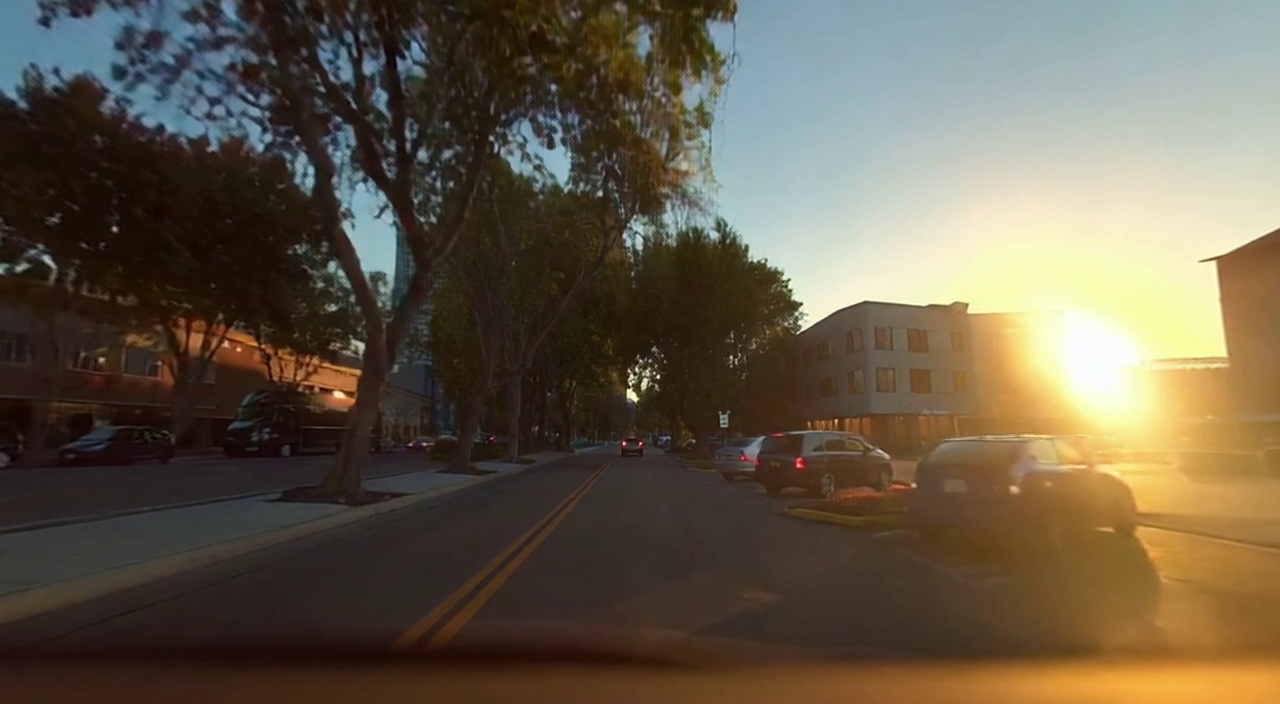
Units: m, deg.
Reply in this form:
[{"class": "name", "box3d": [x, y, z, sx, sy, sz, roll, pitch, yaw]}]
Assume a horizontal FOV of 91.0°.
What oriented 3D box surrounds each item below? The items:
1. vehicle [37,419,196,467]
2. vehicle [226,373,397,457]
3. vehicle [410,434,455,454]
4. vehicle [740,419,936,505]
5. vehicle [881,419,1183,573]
[{"class": "vehicle", "box3d": [-18.714, 3.293, 22.841, 1.909, 1.518, 4.459, -1, -8, 0]}, {"class": "vehicle", "box3d": [-19.045, 4.122, 38.369, 3.054, 4.140, 14.110, -1, -8, -1]}, {"class": "vehicle", "box3d": [-15.914, 7.106, 48.612, 1.909, 1.465, 4.758, 0, -8, -1]}, {"class": "vehicle", "box3d": [4.648, 2.450, 14.523, 4.585, 1.660, 1.969, 6, -10, -37]}, {"class": "vehicle", "box3d": [5.097, 1.626, 7.970, 4.275, 1.428, 1.774, 6, -10, -38]}]
